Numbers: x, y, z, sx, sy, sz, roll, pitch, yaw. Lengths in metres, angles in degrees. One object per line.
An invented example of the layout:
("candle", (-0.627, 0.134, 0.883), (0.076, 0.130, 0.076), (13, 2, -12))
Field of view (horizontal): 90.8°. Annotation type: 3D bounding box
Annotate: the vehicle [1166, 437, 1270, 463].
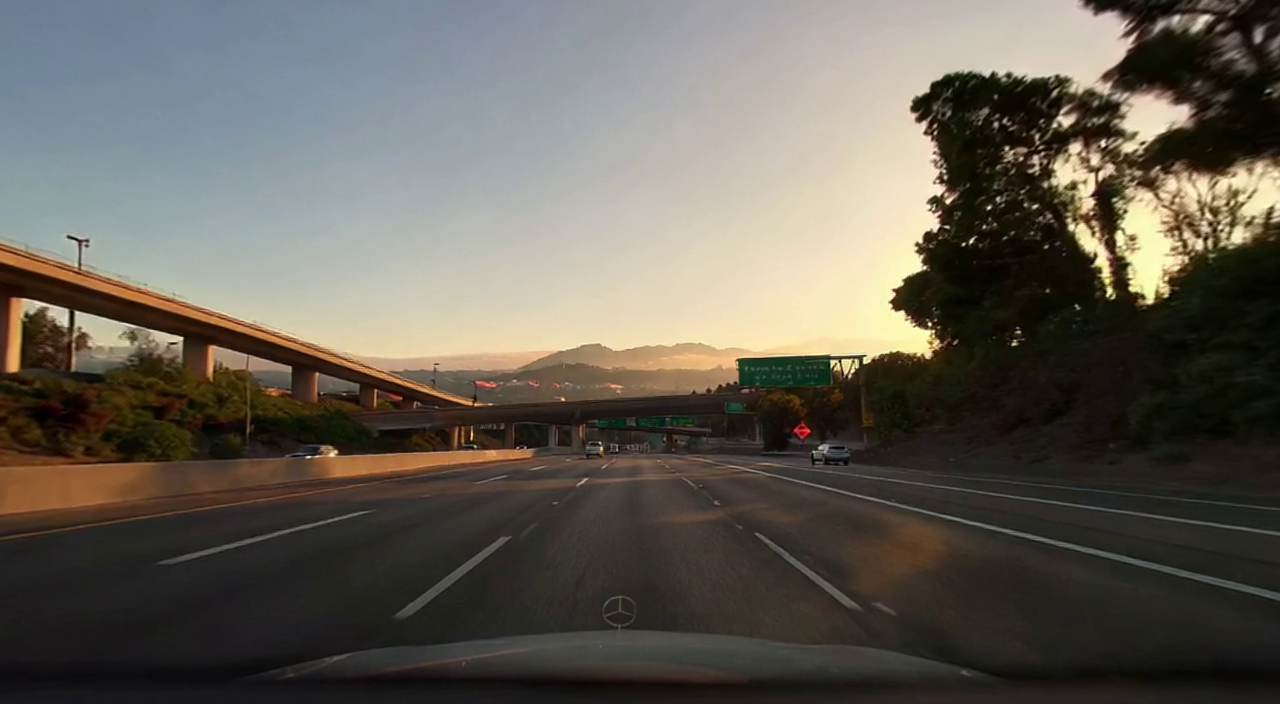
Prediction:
("vehicle", (36.358, 6.180, 39.946), (1.937, 1.478, 4.733), (0, -8, -3))
